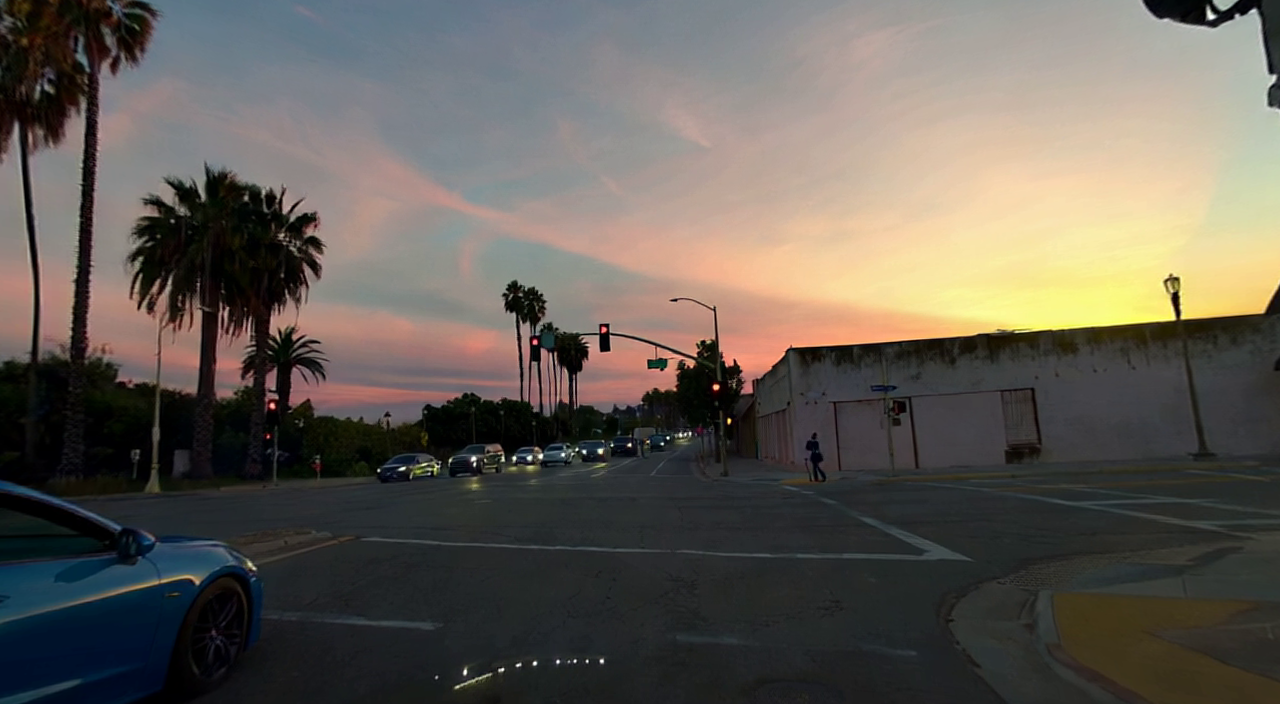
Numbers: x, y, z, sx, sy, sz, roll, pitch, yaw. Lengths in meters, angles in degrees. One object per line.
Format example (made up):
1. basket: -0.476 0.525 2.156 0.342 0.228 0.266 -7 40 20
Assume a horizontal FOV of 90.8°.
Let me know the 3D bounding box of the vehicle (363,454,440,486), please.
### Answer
1. vehicle: -12.665 6.282 33.878 1.880 1.440 4.418 -4 -9 9

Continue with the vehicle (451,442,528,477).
1. vehicle: -8.437 6.108 36.104 2.152 1.825 5.406 -2 -9 11

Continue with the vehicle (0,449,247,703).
1. vehicle: -3.699 1.020 2.247 1.850 1.325 4.295 0 -9 0

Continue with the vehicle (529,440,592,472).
1. vehicle: -4.536 6.065 36.939 2.092 1.709 4.775 -2 -9 13
